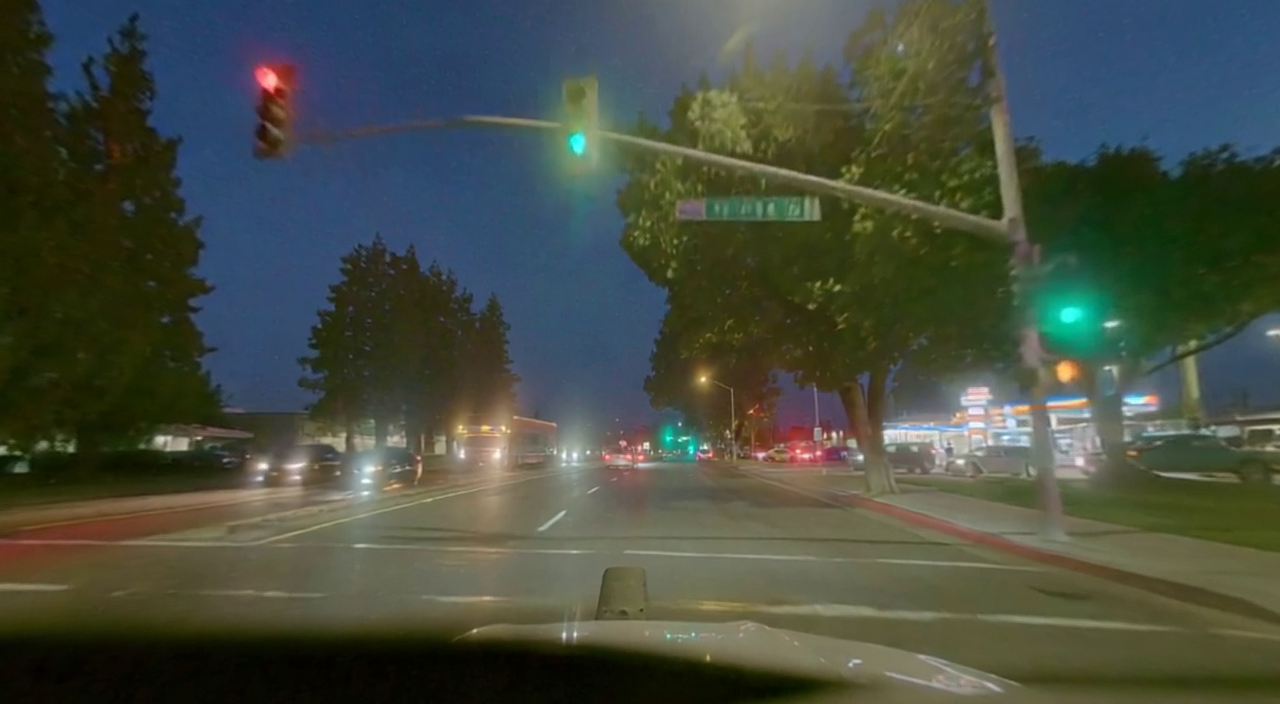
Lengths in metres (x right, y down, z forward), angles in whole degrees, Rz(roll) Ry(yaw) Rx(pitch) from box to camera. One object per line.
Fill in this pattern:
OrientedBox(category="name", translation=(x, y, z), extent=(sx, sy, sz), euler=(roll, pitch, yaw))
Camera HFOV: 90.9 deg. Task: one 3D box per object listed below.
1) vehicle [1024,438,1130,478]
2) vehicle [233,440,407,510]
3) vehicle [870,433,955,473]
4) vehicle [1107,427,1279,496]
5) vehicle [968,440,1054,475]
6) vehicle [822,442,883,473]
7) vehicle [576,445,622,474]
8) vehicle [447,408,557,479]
OrientedBox(category="vehicle", translation=(22.207, 5.375, 32.269), extent=(1.922, 1.861, 4.340), euler=(1, -9, -6))
OrientedBox(category="vehicle", translation=(-8.016, 3.063, 16.410), extent=(2.099, 1.467, 4.596), euler=(-2, -8, 1))
OrientedBox(category="vehicle", translation=(13.880, 5.199, 32.526), extent=(2.015, 1.839, 5.416), euler=(0, -9, 1))
OrientedBox(category="vehicle", translation=(18.457, 3.509, 20.519), extent=(2.186, 1.928, 5.816), euler=(0, -9, 2))
OrientedBox(category="vehicle", translation=(19.067, 5.430, 32.675), extent=(1.845, 1.650, 4.651), euler=(-1, -9, 3))
OrientedBox(category="vehicle", translation=(10.948, 5.481, 32.870), extent=(1.888, 1.465, 4.727), euler=(0, -9, 5))
OrientedBox(category="vehicle", translation=(-2.115, 5.709, 33.719), extent=(1.959, 1.406, 4.272), euler=(0, -9, 2))
OrientedBox(category="vehicle", translation=(-7.537, 5.339, 36.980), extent=(3.056, 3.289, 13.199), euler=(-2, -8, 2))
